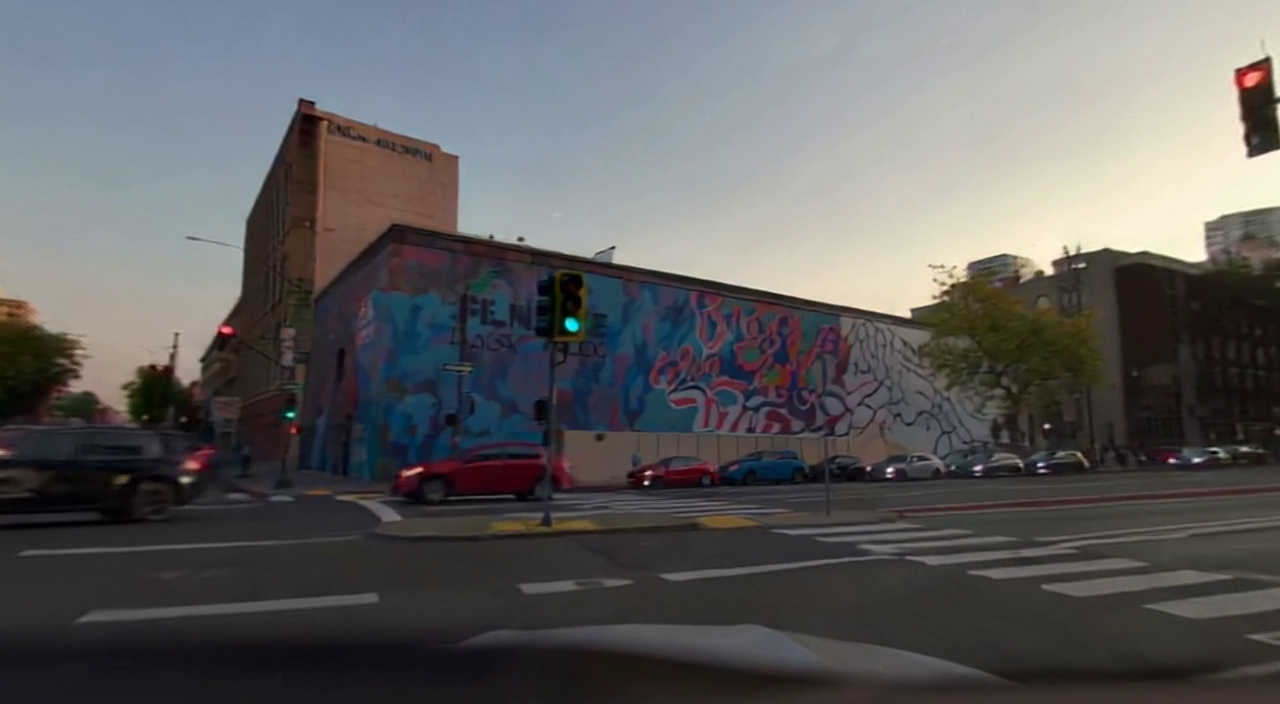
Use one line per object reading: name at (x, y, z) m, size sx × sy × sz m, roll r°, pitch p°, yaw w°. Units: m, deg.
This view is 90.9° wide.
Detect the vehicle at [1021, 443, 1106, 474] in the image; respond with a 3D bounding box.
vehicle at (25.154, 6.298, 37.440) m, size 4.502 × 1.696 × 1.884 m, roll 4°, pitch -10°, yaw -22°

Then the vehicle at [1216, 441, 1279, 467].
vehicle at (43.237, 7.263, 44.619) m, size 4.298 × 1.490 × 1.772 m, roll 8°, pitch -13°, yaw -21°

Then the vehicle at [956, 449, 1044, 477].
vehicle at (20.185, 6.186, 35.363) m, size 4.494 × 1.481 × 1.783 m, roll 4°, pitch -10°, yaw -22°

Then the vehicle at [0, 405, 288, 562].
vehicle at (-7.217, 1.529, 7.614) m, size 1.926 × 1.624 × 4.749 m, roll -5°, pitch -10°, yaw 30°

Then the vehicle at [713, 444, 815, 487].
vehicle at (5.830, 5.277, 29.669) m, size 4.289 × 1.875 × 1.963 m, roll 4°, pitch -10°, yaw -23°

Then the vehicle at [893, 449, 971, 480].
vehicle at (15.627, 5.973, 33.762) m, size 3.522 × 1.546 × 1.721 m, roll 4°, pitch -10°, yaw -22°

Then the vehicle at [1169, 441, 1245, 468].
vehicle at (38.430, 6.927, 42.732) m, size 4.574 × 1.700 × 1.911 m, roll 4°, pitch -10°, yaw -23°

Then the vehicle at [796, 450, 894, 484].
vehicle at (10.164, 5.667, 31.289) m, size 4.418 × 1.556 × 1.814 m, roll 4°, pitch -10°, yaw -22°

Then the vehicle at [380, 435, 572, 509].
vehicle at (-4.058, 2.936, 15.814) m, size 4.291 × 1.606 × 1.859 m, roll 5°, pitch -10°, yaw -28°

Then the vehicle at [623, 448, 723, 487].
vehicle at (1.449, 5.083, 27.938) m, size 4.035 × 1.586 × 1.738 m, roll 4°, pitch -10°, yaw -23°
